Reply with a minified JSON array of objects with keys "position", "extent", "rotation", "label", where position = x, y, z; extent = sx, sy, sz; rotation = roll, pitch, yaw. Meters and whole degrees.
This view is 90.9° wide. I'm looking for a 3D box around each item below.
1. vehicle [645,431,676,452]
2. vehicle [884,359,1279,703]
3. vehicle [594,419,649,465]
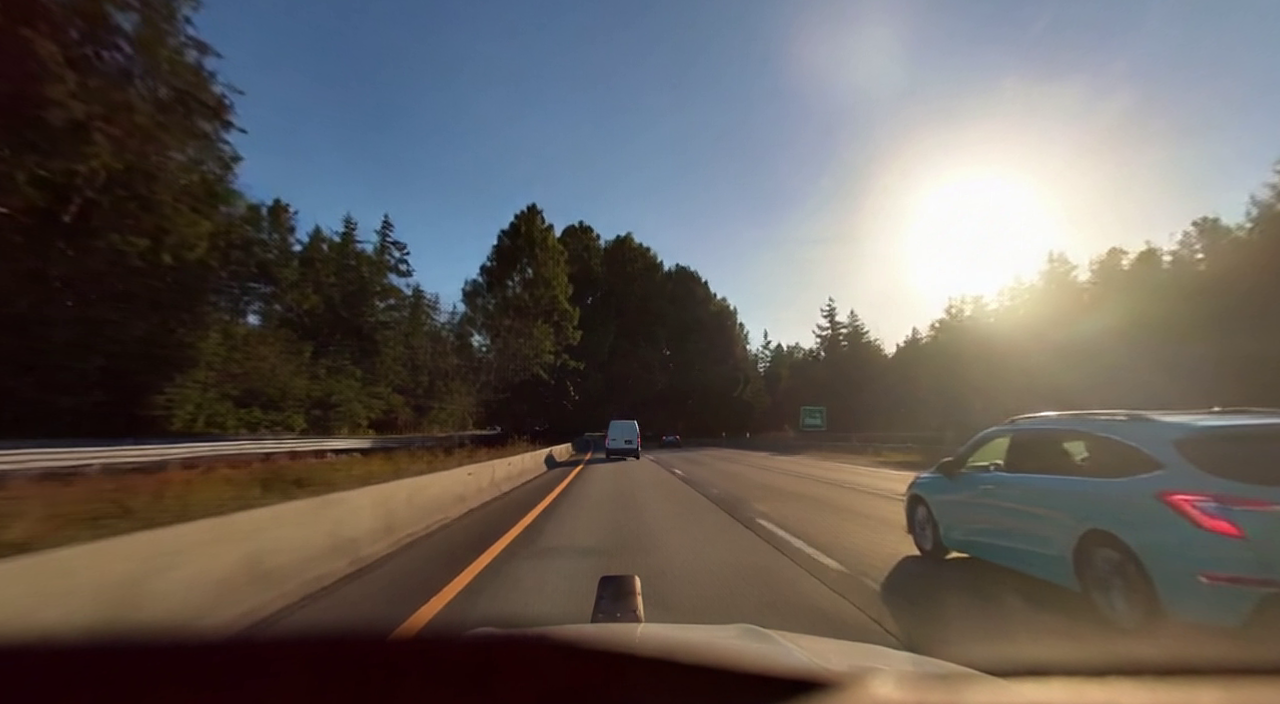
[{"position":[1.585,7.024,49.737],"extent":[1.996,1.589,3.715],"rotation":[1,-8,-5],"label":"vehicle"},{"position":[3.442,1.052,3.999],"extent":[2.078,1.600,4.012],"rotation":[0,-8,-1],"label":"vehicle"},{"position":[-0.920,4.249,29.911],"extent":[2.403,1.994,4.683],"rotation":[0,-8,-3],"label":"vehicle"}]
